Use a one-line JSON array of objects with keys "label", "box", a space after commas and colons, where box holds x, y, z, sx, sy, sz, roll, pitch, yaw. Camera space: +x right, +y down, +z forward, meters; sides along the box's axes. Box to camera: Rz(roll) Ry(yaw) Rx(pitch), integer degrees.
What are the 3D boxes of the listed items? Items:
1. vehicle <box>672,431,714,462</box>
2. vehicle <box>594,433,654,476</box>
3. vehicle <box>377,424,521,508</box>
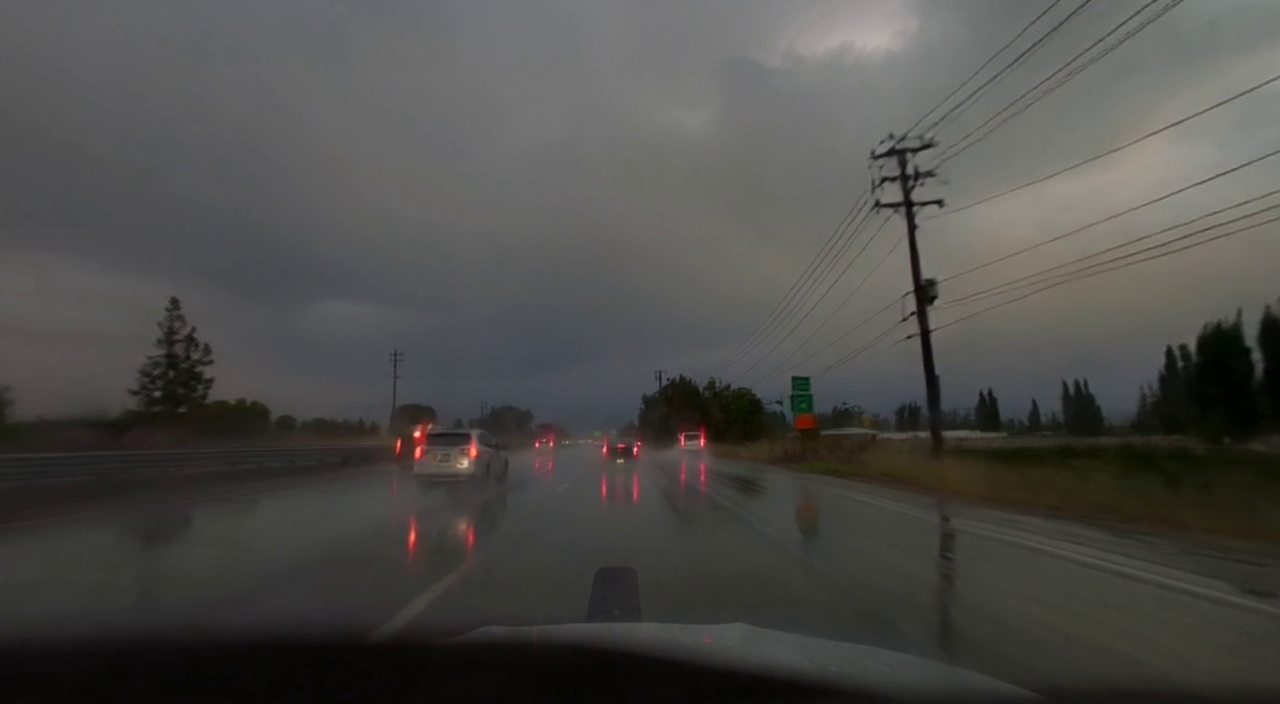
[{"label": "vehicle", "box": [3.072, 5.603, 37.631, 1.950, 1.695, 4.446, 0, -8, -3]}, {"label": "vehicle", "box": [-0.586, 3.836, 23.861, 2.086, 1.488, 3.440, 0, -8, -1]}, {"label": "vehicle", "box": [-4.127, 2.504, 14.528, 1.901, 1.601, 4.610, 0, -8, 0]}]
